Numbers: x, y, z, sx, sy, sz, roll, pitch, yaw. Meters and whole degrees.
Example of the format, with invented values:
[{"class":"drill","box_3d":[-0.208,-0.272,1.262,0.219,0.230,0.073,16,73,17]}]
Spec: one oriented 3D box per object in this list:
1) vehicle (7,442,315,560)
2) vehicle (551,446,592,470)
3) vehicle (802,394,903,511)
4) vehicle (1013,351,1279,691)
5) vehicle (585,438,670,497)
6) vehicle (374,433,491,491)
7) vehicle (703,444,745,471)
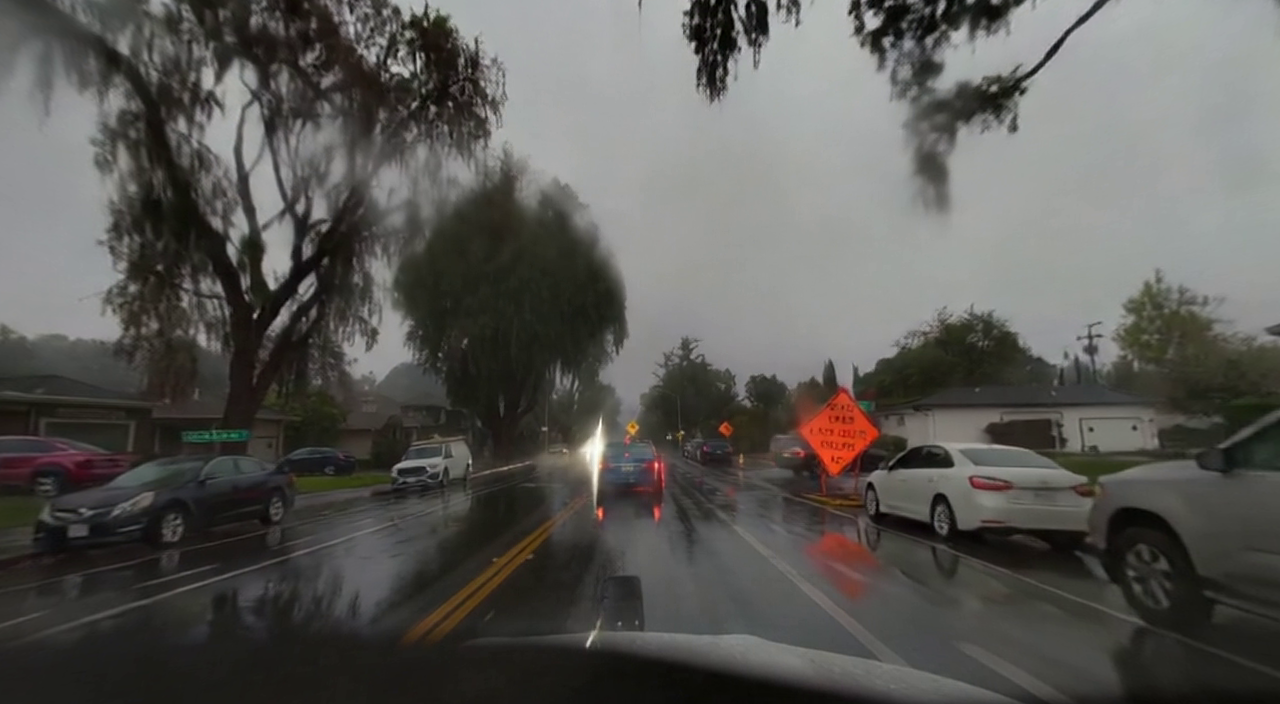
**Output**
[{"class":"vehicle","box_3d":[-8.039,2.471,11.307,2.036,1.676,4.440,0,-8,-1]},{"class":"vehicle","box_3d":[-4.531,6.831,40.904,1.997,1.464,4.925,2,-9,-13]},{"class":"vehicle","box_3d":[5.238,2.496,15.859,1.409,2.648,2.645,1,-8,-4]},{"class":"vehicle","box_3d":[4.848,0.911,3.168,2.279,1.946,5.925,0,-8,0]},{"class":"vehicle","box_3d":[-0.279,3.229,18.028,2.151,1.481,4.084,0,-8,1]},{"class":"vehicle","box_3d":[-8.181,4.409,25.695,2.659,2.047,6.014,0,-8,0]},{"class":"vehicle","box_3d":[4.844,6.177,36.959,1.985,1.481,4.116,0,-8,1]}]
